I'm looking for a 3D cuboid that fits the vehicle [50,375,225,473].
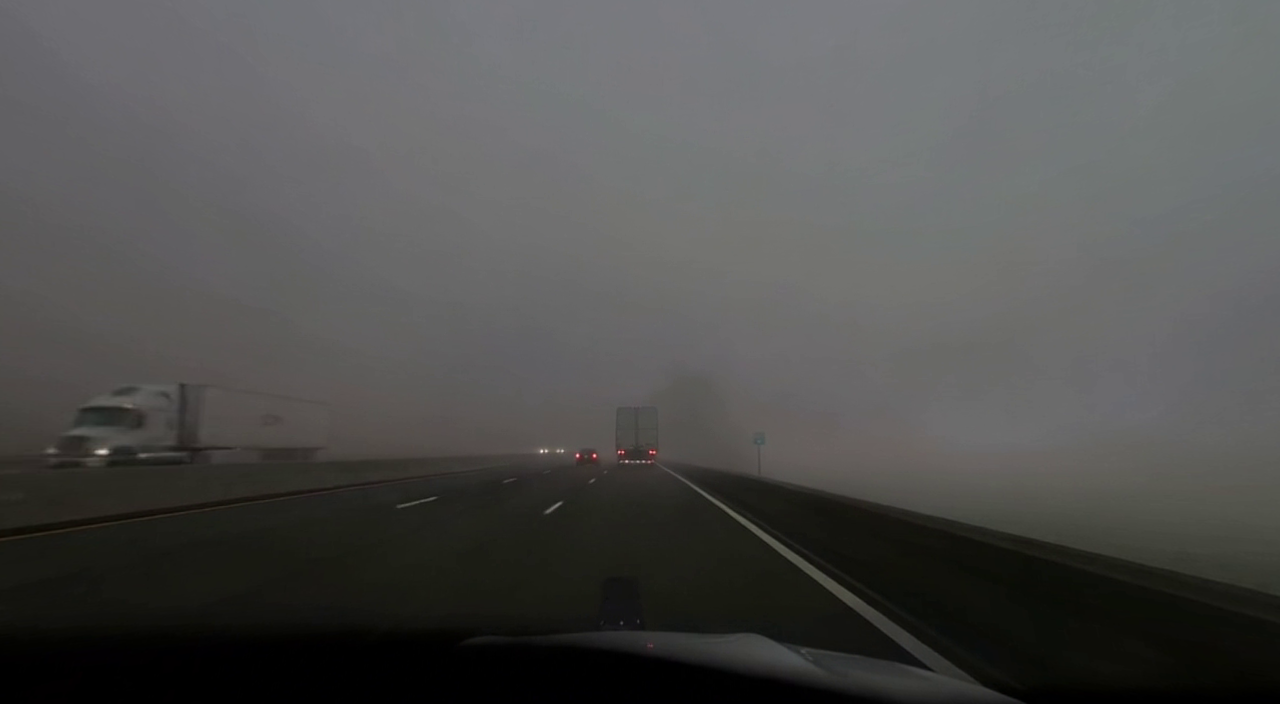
[{"bbox_3d":[-22.672,3.403,29.015,2.929,4.000,5.907,0,-9,0],"label":"vehicle"}]
